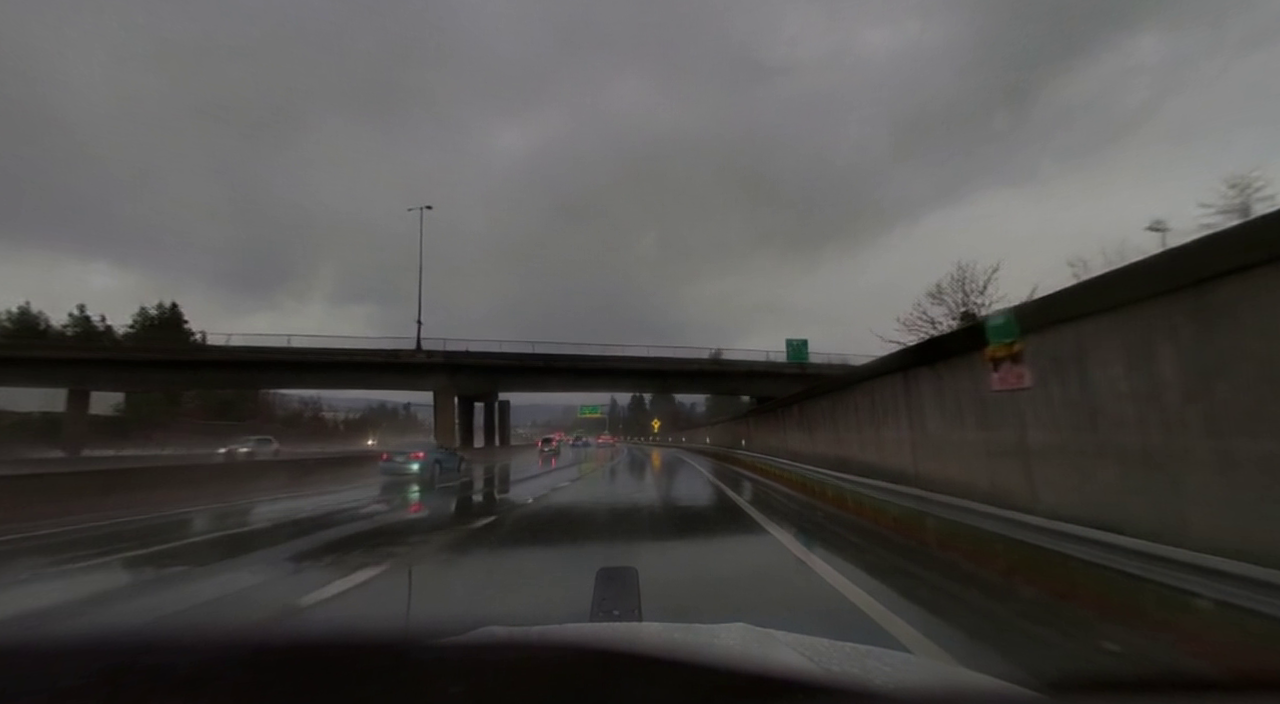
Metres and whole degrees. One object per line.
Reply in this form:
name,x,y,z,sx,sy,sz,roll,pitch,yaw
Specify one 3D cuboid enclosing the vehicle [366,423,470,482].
vehicle,-7.786,3.559,22.593,1.956,1.888,4.512,0,-8,2
